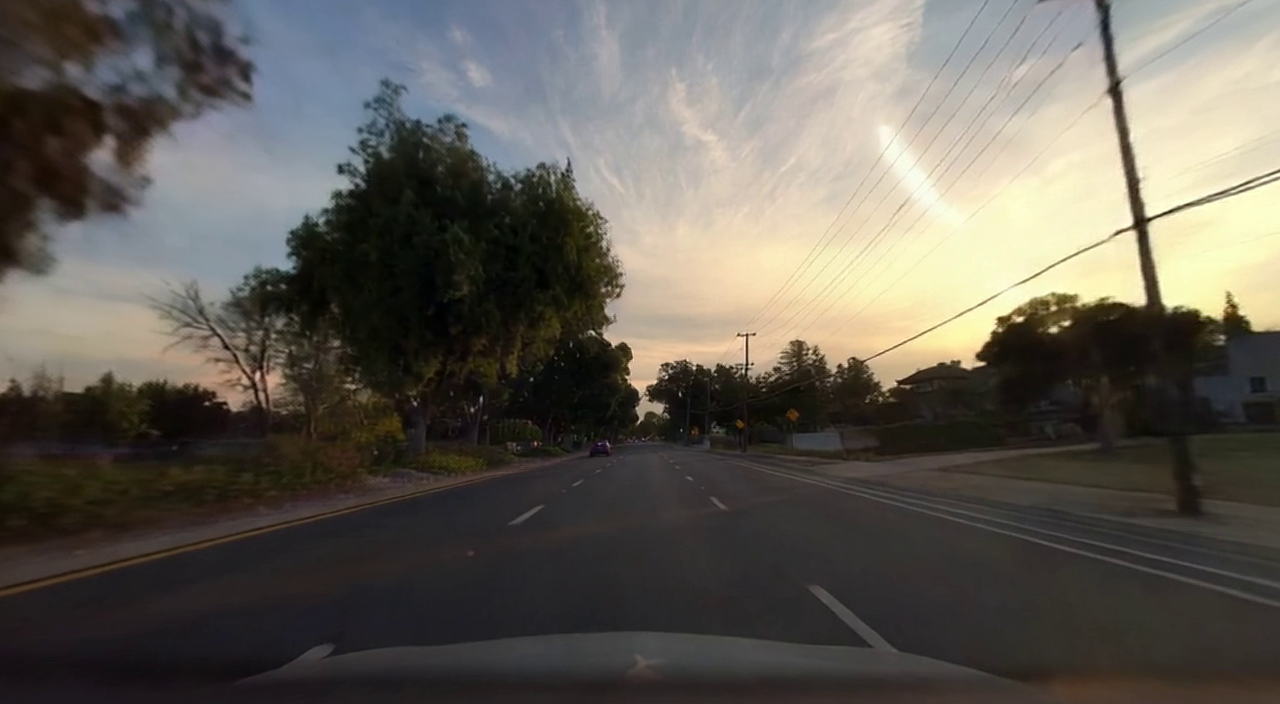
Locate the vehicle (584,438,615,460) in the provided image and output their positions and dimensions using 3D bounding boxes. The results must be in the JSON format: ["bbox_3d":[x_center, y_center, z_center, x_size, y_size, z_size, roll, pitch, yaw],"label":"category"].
[{"bbox_3d":[-2.972,7.174,46.847,2.007,1.514,4.049,0,-8,1],"label":"vehicle"}]
